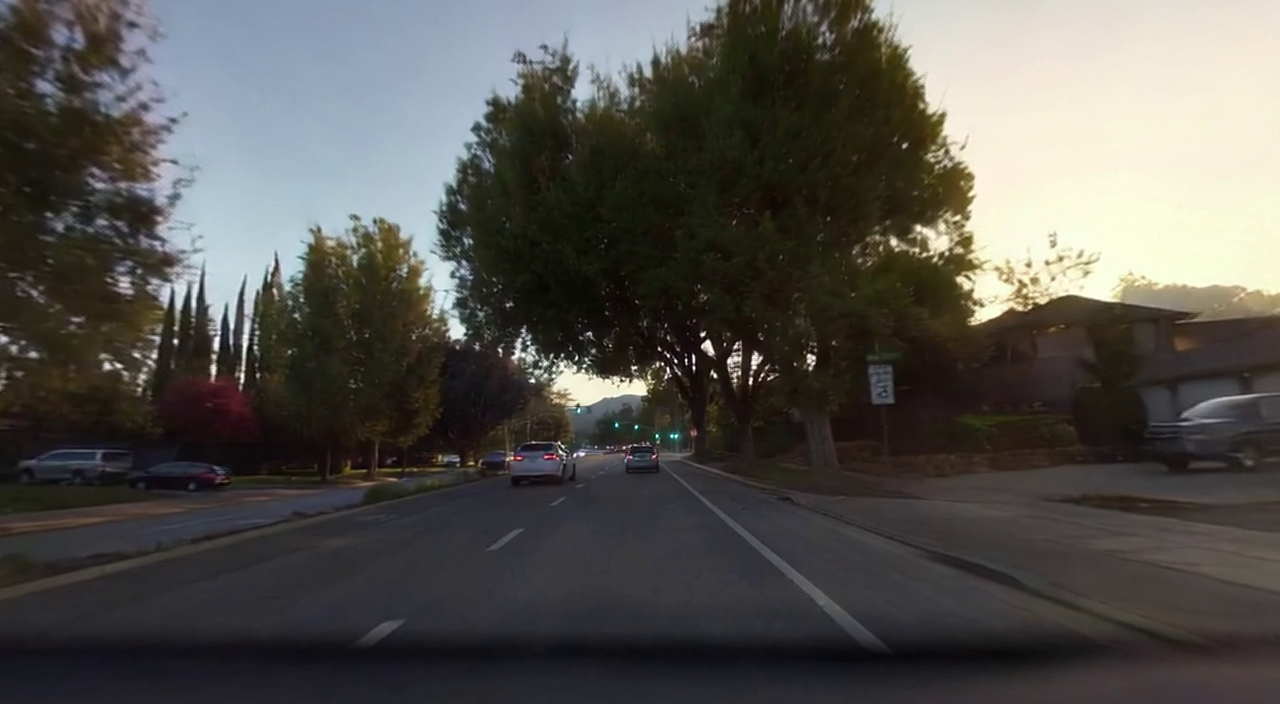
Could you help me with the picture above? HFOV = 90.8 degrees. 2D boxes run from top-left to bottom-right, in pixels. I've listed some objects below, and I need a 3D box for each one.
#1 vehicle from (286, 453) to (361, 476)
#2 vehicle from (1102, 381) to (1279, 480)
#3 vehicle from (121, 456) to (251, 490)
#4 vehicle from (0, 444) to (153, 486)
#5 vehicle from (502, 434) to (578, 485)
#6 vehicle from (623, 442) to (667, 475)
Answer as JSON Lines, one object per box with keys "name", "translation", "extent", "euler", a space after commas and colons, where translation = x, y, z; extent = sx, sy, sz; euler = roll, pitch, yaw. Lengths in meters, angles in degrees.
{"name": "vehicle", "translation": [-22.792, 8.118, 45.598], "extent": [4.460, 1.546, 1.853], "euler": [-1, -8, 7]}
{"name": "vehicle", "translation": [15.651, 1.822, 15.681], "extent": [6.374, 2.098, 2.415], "euler": [-3, -8, -1]}
{"name": "vehicle", "translation": [-22.015, 5.874, 30.802], "extent": [4.792, 1.551, 1.931], "euler": [0, -8, -1]}
{"name": "vehicle", "translation": [-27.743, 5.552, 31.206], "extent": [5.466, 1.963, 2.174], "euler": [0, -8, 0]}
{"name": "vehicle", "translation": [-3.692, 4.074, 24.241], "extent": [2.157, 1.771, 4.452], "euler": [0, -8, 1]}
{"name": "vehicle", "translation": [0.223, 5.246, 31.329], "extent": [2.062, 1.518, 3.901], "euler": [0, -8, 0]}
